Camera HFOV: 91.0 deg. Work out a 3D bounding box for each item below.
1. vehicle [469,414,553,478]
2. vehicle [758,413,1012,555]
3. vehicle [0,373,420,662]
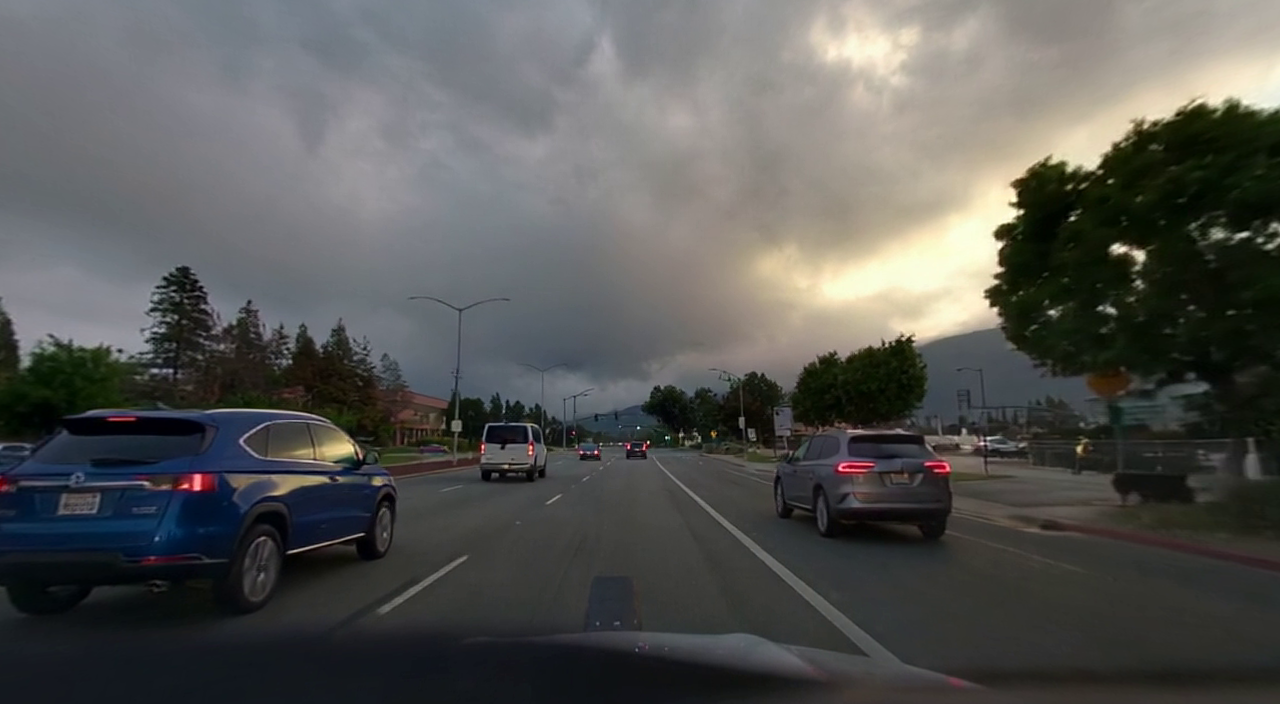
[{"bbox_3d":[-5.728,4.323,29.008,2.863,2.592,6.410,1,-9,-4],"label":"vehicle"},{"bbox_3d":[3.584,2.044,10.483,2.167,1.792,4.835,0,-9,-1],"label":"vehicle"},{"bbox_3d":[-3.935,1.322,6.055,2.038,1.748,4.303,0,-9,0],"label":"vehicle"}]
